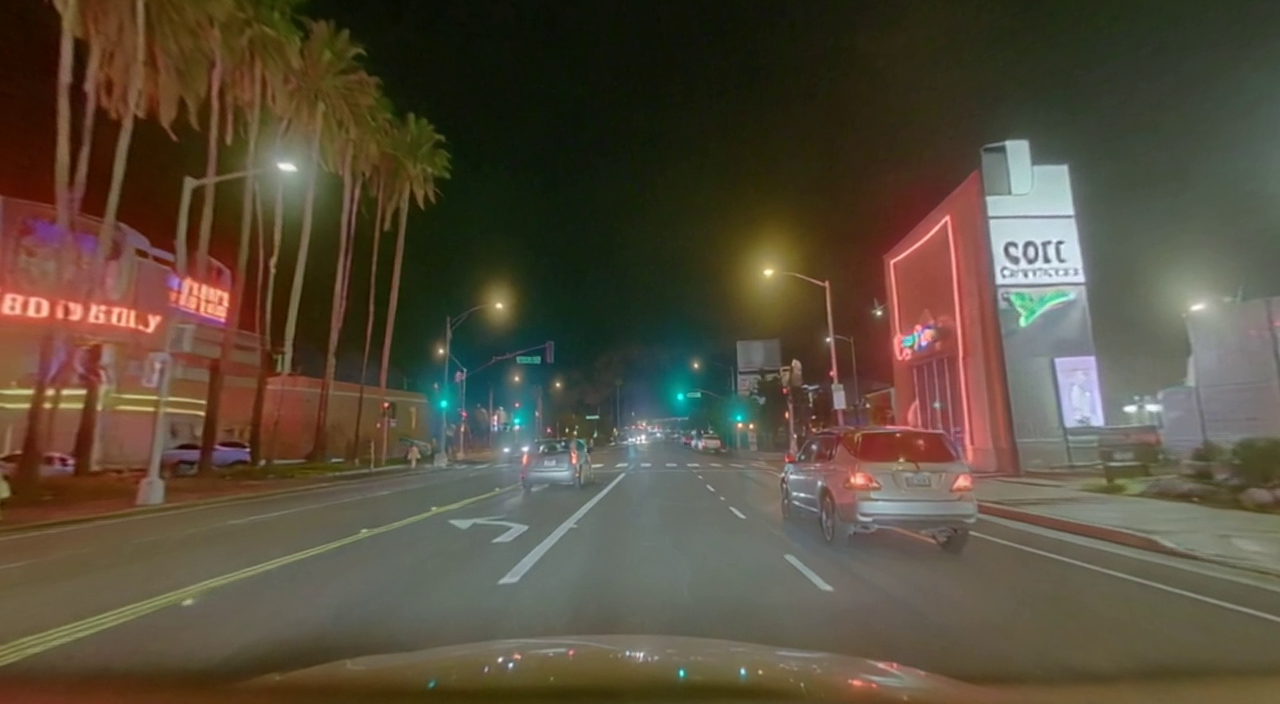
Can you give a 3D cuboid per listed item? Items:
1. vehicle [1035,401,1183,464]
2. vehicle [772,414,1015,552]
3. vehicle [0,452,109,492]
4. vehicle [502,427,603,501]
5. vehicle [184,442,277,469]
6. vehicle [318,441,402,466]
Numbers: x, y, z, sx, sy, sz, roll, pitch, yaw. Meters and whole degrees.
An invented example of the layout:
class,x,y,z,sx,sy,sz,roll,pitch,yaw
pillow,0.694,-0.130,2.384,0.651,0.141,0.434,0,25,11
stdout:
class,x,y,z,sx,sy,sz,roll,pitch,yaw
vehicle,16.734,2.884,22.466,5.652,1.992,2.202,5,-10,-32
vehicle,3.563,1.917,9.953,1.983,1.654,4.354,0,-8,0
vehicle,-25.126,4.882,25.868,1.800,1.462,4.752,-4,-9,21
vehicle,-2.158,2.904,16.861,2.063,1.664,4.471,0,-8,0
vehicle,-27.425,6.930,42.425,4.683,1.748,2.076,0,-8,-3
vehicle,-19.266,7.007,43.648,4.834,1.589,1.907,0,-8,-6
